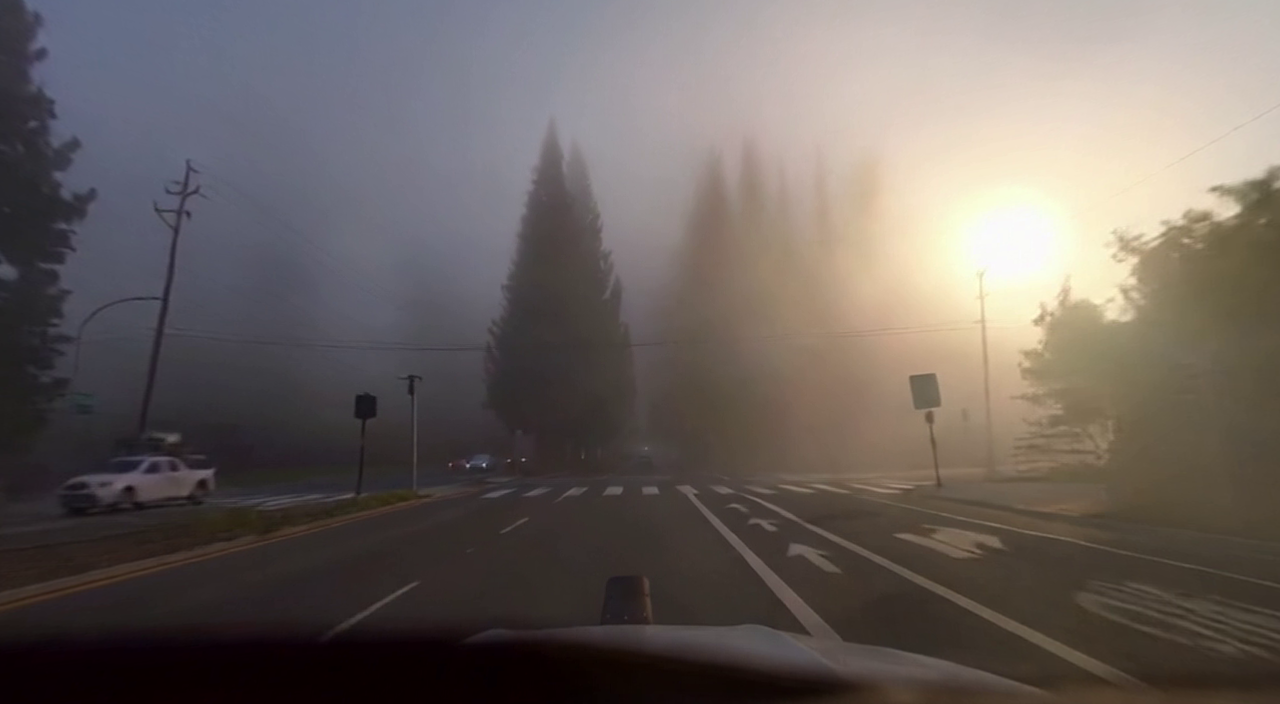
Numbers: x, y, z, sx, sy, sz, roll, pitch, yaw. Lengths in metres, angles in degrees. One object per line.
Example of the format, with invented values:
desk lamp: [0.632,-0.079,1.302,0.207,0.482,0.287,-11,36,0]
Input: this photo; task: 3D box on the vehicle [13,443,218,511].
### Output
vehicle: [-18.359,4.336,22.627,2.279,2.066,5.821,-1,-8,1]

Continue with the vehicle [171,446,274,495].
vehicle: [-18.285,5.159,27.830,2.050,1.962,3.459,-1,-8,2]
